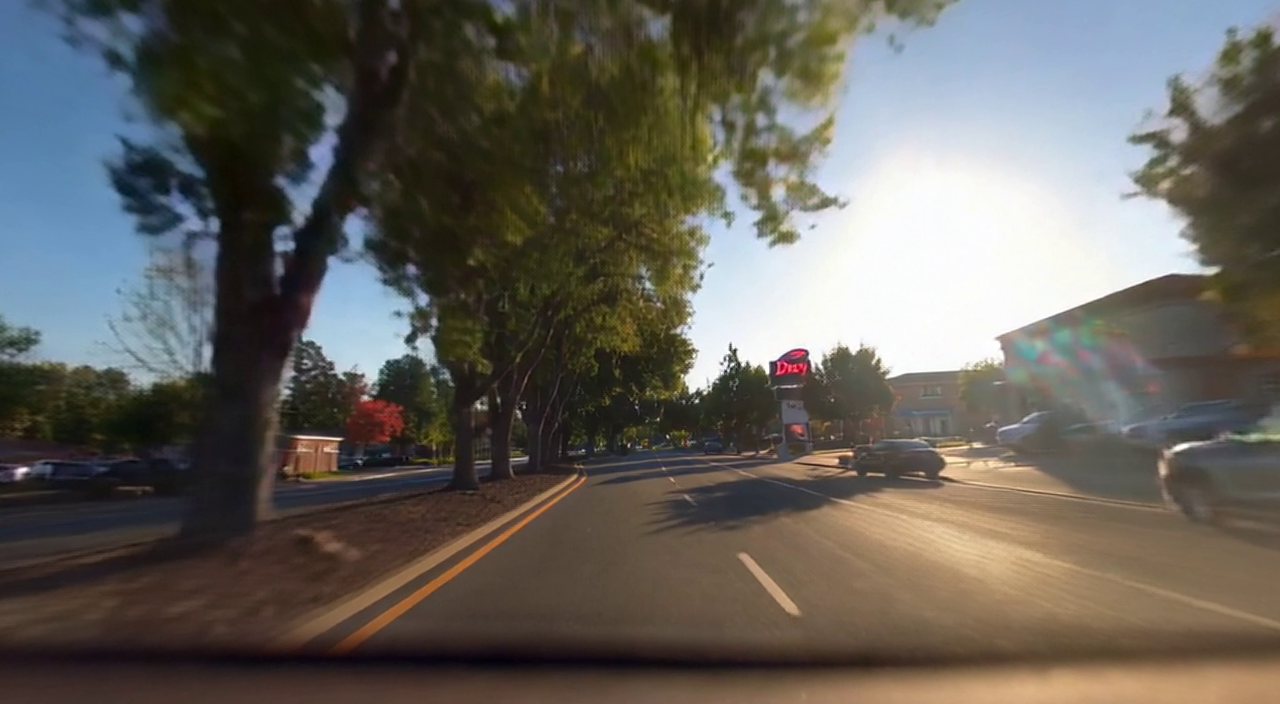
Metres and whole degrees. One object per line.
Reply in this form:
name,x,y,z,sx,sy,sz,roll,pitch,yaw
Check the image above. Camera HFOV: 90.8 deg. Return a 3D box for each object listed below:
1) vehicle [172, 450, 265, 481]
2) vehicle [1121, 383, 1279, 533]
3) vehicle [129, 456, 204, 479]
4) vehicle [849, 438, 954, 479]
vehicle,-30.601,8.204,46.171,2.326,1.944,6.466,1,-8,0
vehicle,10.275,1.430,8.545,2.610,2.072,5.985,0,-8,-3
vehicle,-33.538,8.203,44.935,2.048,1.422,4.179,0,-8,1
vehicle,10.164,4.160,25.015,2.034,1.437,4.728,0,-8,-2
